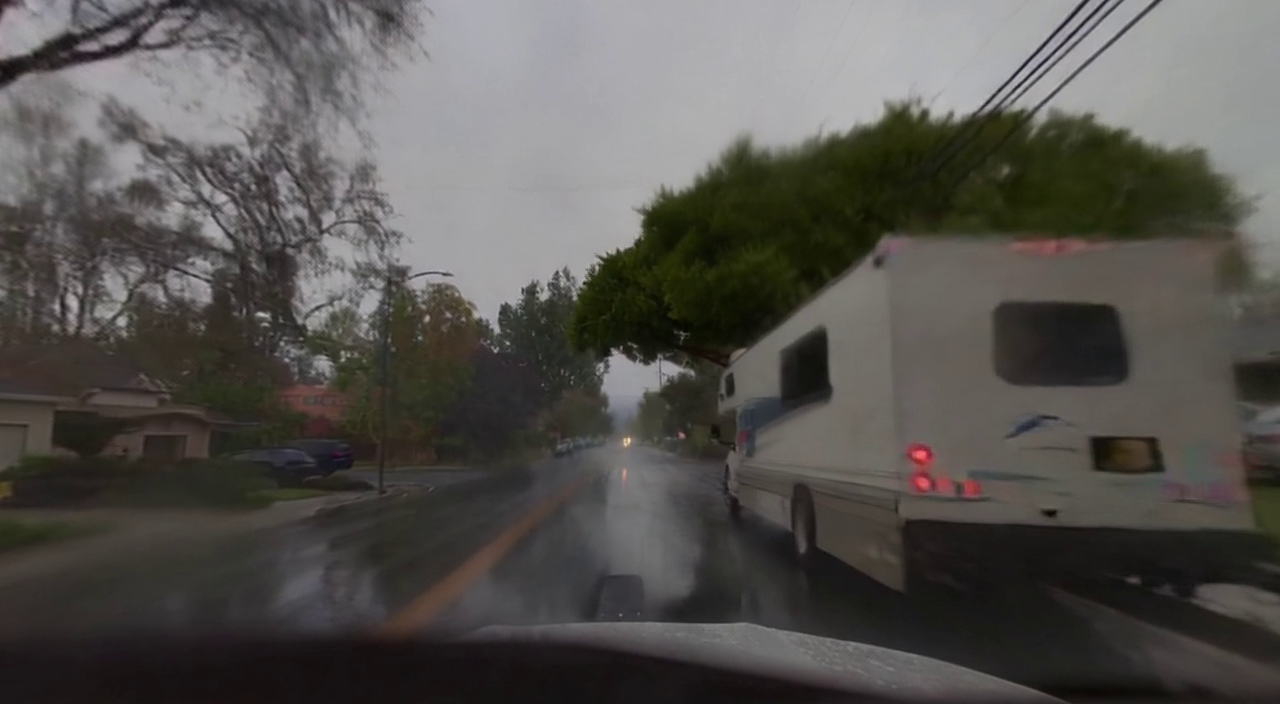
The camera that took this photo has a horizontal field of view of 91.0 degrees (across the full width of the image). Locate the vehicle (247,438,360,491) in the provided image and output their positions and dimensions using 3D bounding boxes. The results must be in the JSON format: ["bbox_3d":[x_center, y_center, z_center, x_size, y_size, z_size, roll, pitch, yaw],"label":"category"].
[{"bbox_3d":[-13.058,4.370,24.832,2.111,1.856,4.803,0,-8,-5],"label":"vehicle"}]

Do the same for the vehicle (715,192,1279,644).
[{"bbox_3d":[3.150,1.037,8.996,2.915,3.243,8.972,0,-8,-1],"label":"vehicle"}]
